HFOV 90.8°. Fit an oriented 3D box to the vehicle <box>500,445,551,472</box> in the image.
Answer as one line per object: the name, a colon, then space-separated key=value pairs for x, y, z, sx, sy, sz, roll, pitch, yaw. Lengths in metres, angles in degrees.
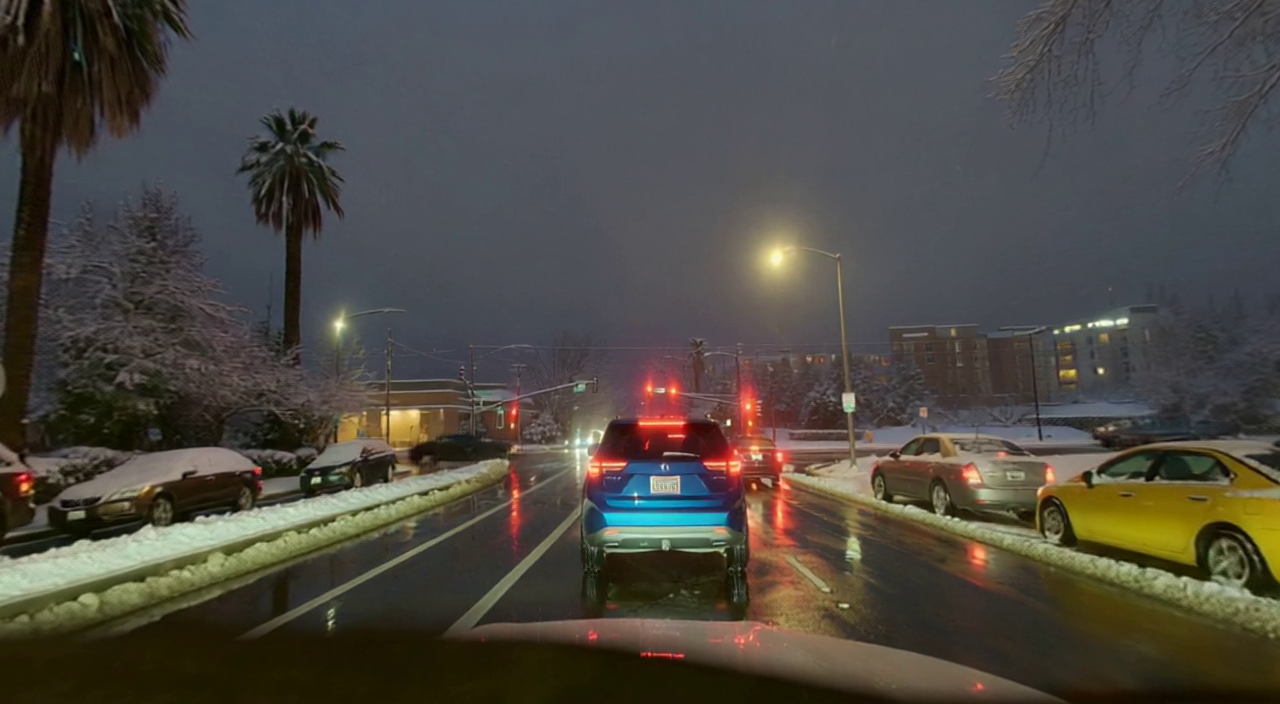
vehicle: x=-6.655 y=6.238 z=37.251 sx=1.928 sy=1.475 sz=4.645 roll=-1 pitch=-8 yaw=3

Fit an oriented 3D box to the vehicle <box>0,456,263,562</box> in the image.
vehicle: x=-9.565 y=2.798 z=11.935 sx=2.054 sy=1.467 sz=4.595 roll=-4 pitch=-9 yaw=0

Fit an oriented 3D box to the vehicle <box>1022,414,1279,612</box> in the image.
vehicle: x=6.443 y=1.598 z=6.919 sx=1.935 sy=1.672 sz=4.139 roll=0 pitch=-8 yaw=1

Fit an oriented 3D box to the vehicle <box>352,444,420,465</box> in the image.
vehicle: x=-18.722 y=7.514 z=46.642 sx=1.759 sy=1.457 sz=4.297 roll=-7 pitch=-11 yaw=38

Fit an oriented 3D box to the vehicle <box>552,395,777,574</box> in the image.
vehicle: x=0.262 y=1.655 z=8.586 sx=2.264 sy=1.798 sz=4.258 roll=0 pitch=-8 yaw=1

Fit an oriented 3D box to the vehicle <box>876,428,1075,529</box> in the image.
vehicle: x=6.670 y=2.529 z=13.240 sx=1.930 sy=1.736 sz=4.329 roll=-1 pitch=-8 yaw=3
